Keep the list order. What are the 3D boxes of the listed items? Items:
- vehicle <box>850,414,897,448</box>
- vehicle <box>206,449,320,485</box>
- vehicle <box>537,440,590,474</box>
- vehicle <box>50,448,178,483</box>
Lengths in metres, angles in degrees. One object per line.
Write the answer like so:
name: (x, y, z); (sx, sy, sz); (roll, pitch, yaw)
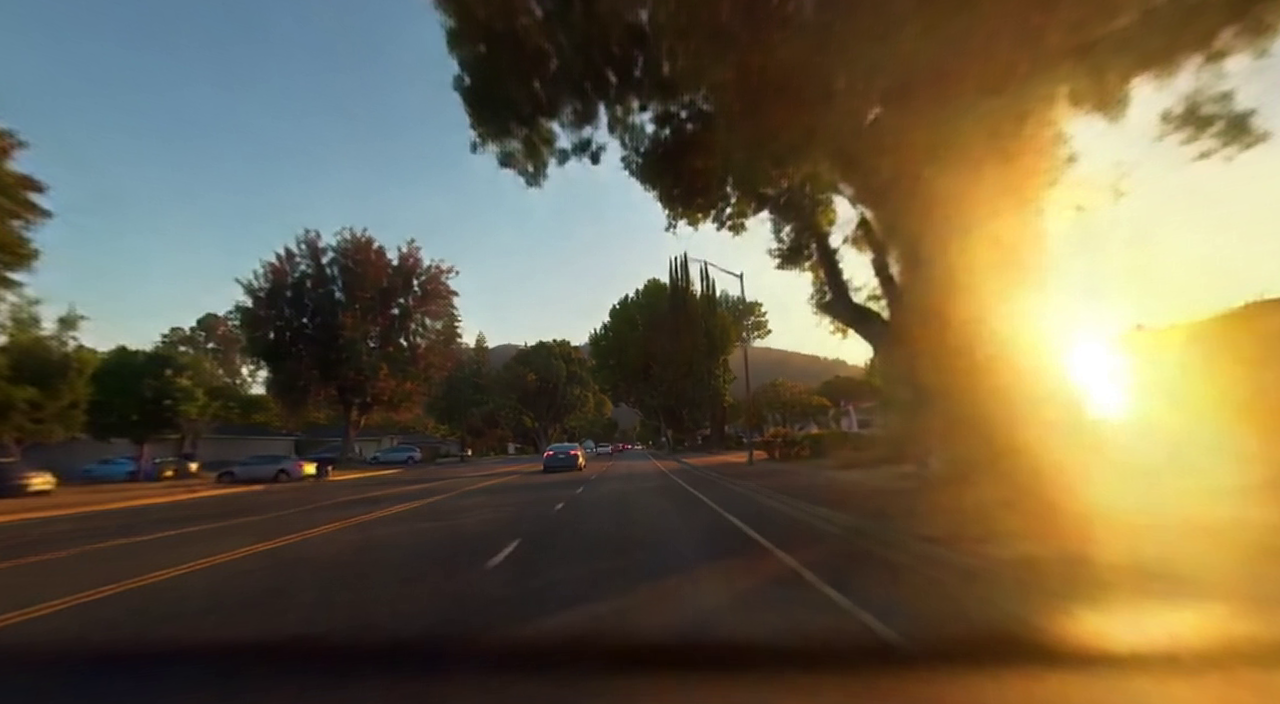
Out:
vehicle: (17.500, 5.926, 47.086); (2.153, 2.355, 5.958); (-5, -9, 30)
vehicle: (-19.811, 6.041, 33.343); (4.802, 1.511, 1.866); (-2, -7, -5)
vehicle: (-3.509, 4.886, 29.709); (2.030, 1.467, 4.251); (0, -8, -1)
vehicle: (-27.839, 5.990, 33.550); (4.945, 1.781, 2.046); (-1, -8, 2)
